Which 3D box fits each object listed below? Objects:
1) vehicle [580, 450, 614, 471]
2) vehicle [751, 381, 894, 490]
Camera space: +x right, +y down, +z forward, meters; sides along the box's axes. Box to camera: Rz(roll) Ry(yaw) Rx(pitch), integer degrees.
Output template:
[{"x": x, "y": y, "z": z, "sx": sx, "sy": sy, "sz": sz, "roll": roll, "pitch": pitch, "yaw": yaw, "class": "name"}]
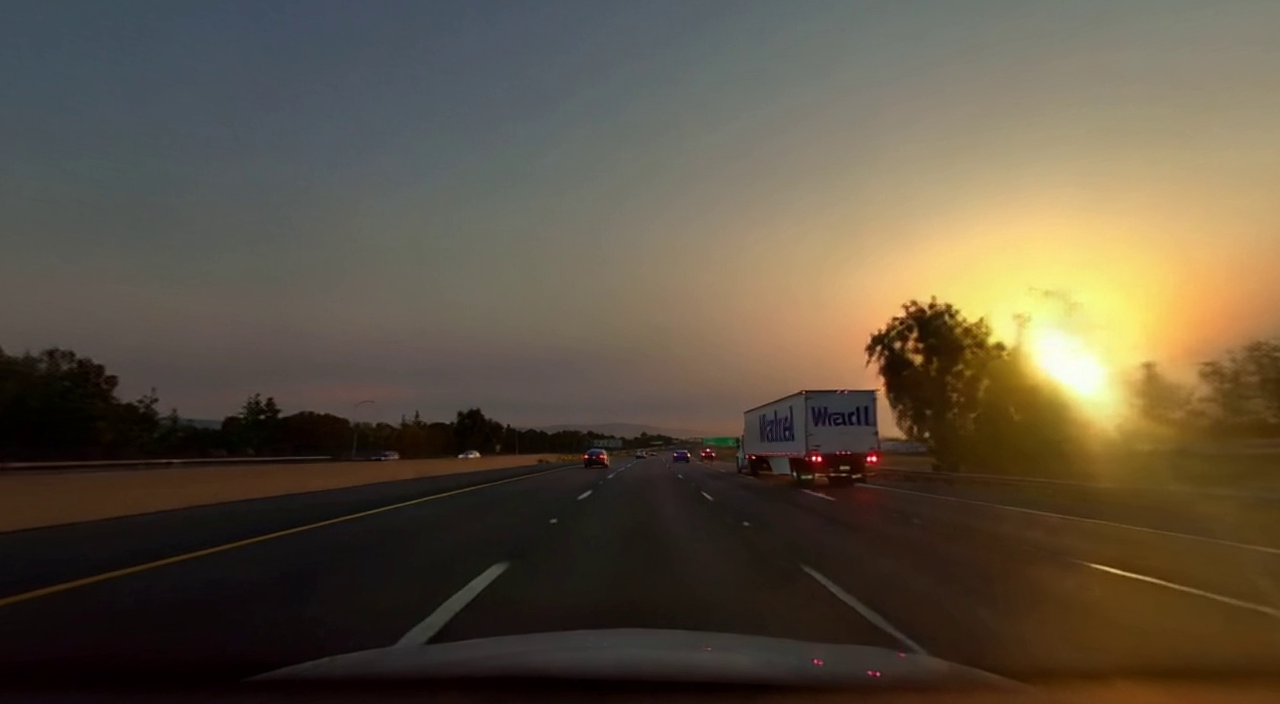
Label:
[{"x": -3.190, "y": 8.139, "z": 47.515, "sx": 2.164, "sy": 1.507, "sz": 4.748, "roll": 0, "pitch": -9, "yaw": 1, "class": "vehicle"}, {"x": 8.334, "y": 4.338, "z": 31.832, "sx": 2.912, "sy": 4.143, "sz": 15.538, "roll": 0, "pitch": -9, "yaw": 1, "class": "vehicle"}]
